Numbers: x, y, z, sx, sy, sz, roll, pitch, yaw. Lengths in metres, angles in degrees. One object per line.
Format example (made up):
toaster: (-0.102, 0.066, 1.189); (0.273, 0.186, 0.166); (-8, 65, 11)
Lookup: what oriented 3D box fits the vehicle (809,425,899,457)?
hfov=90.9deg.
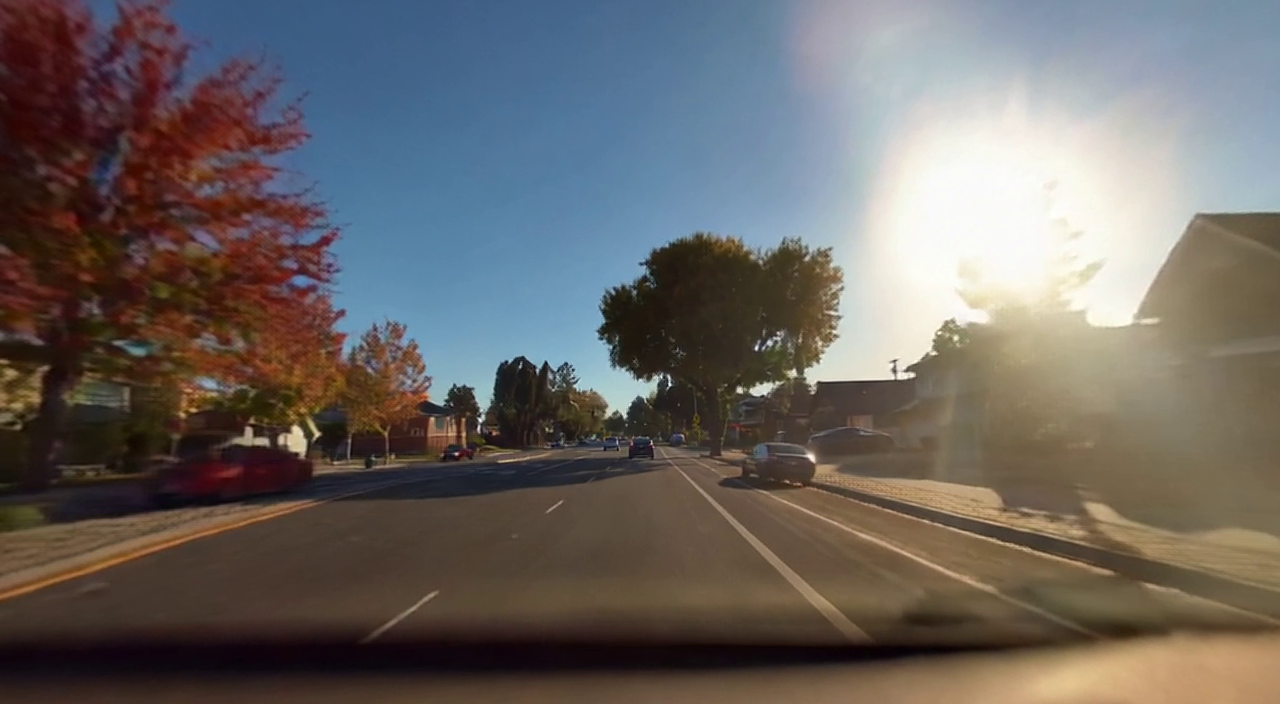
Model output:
vehicle: (11.515, 4.820, 34.157); (4.230, 1.551, 1.801); (-2, -8, 4)

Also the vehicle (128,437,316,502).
vehicle: (-11.156, 3.141, 17.339); (1.992, 1.518, 4.592); (-1, -8, 1)

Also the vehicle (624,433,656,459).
vehicle: (0.044, 6.259, 42.095); (2.024, 1.655, 4.301); (0, -8, 0)

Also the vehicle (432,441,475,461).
vehicle: (-14.069, 7.476, 47.792); (1.937, 1.386, 4.354); (-1, -8, 1)

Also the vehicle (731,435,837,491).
vehicle: (4.252, 3.355, 19.501); (2.080, 1.469, 4.898); (0, -8, -1)
